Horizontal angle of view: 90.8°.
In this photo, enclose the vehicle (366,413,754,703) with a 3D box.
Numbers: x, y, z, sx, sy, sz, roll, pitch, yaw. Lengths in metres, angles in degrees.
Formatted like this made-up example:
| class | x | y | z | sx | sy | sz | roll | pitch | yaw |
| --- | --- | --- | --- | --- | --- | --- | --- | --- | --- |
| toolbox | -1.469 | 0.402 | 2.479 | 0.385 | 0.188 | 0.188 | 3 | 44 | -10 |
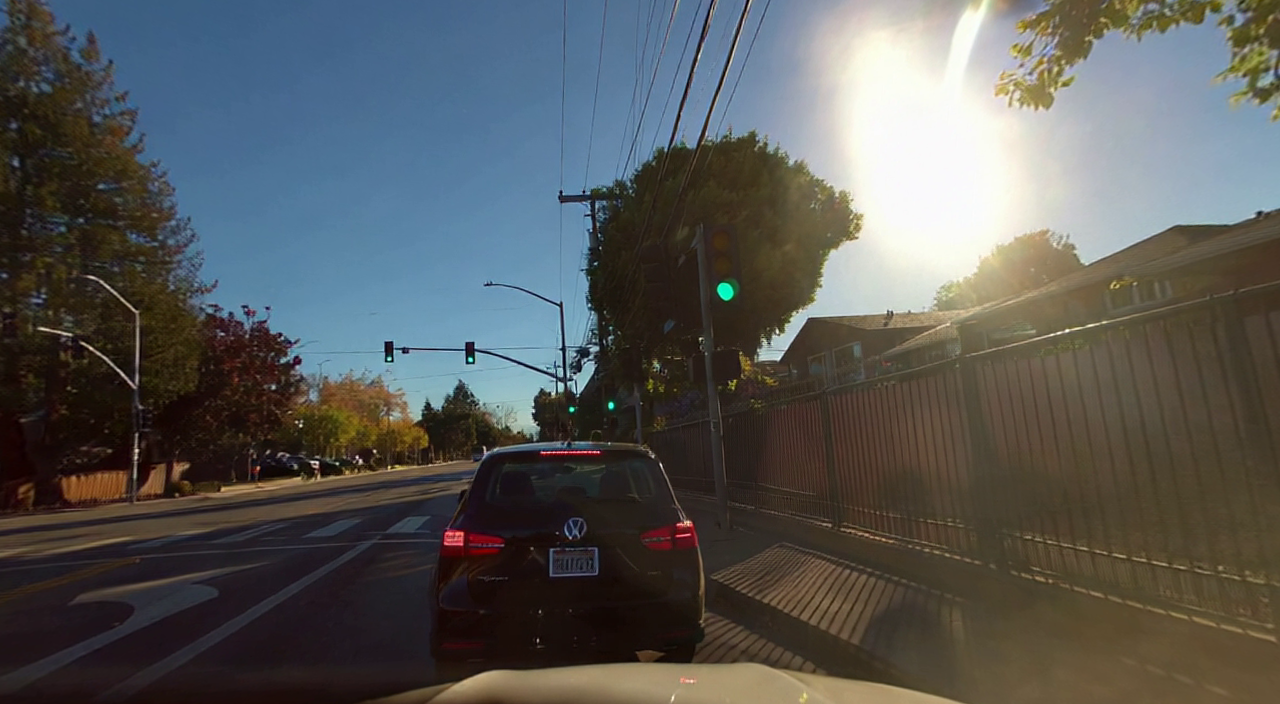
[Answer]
| class | x | y | z | sx | sy | sz | roll | pitch | yaw |
| --- | --- | --- | --- | --- | --- | --- | --- | --- | --- |
| vehicle | -0.668 | 1.359 | 5.232 | 2.024 | 1.502 | 3.702 | 1 | -9 | -9 |
